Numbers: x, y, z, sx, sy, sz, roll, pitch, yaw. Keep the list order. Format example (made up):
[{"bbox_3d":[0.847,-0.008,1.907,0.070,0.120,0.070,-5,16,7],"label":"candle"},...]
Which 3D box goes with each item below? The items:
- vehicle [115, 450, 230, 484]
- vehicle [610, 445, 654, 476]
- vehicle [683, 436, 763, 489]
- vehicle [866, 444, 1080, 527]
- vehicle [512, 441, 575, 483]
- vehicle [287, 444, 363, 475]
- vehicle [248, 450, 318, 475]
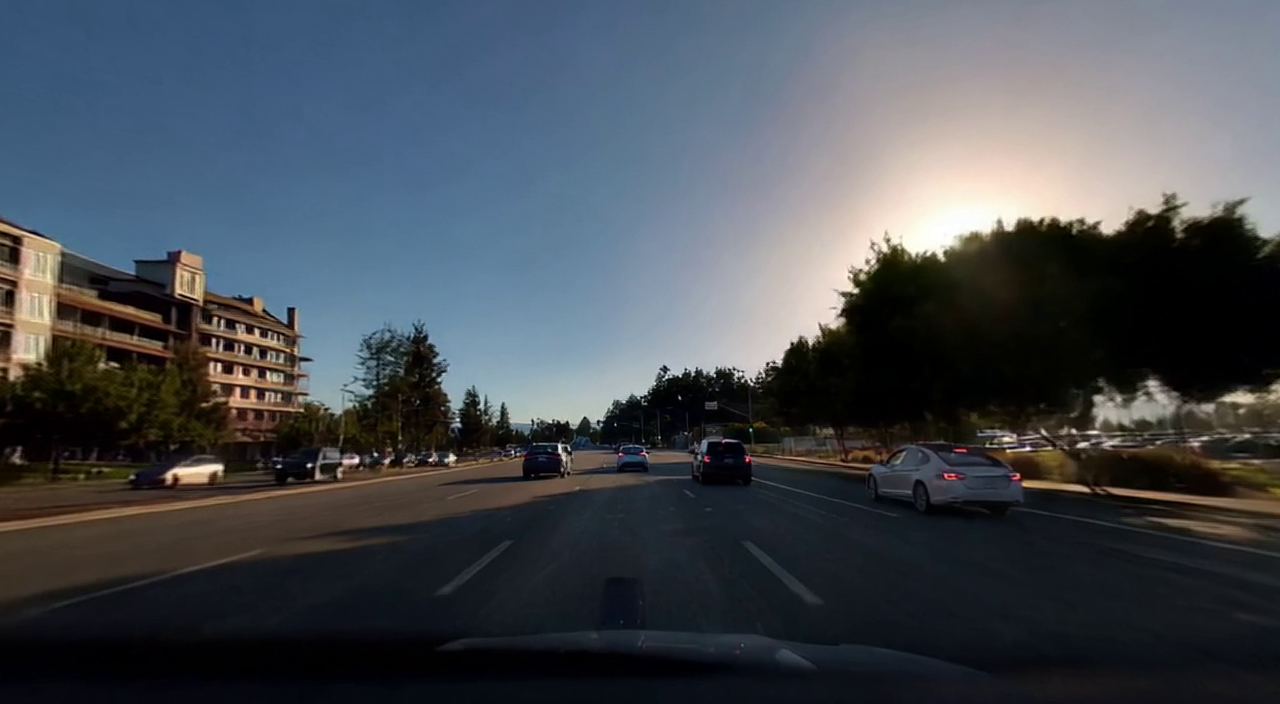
[{"bbox_3d":[-22.599,5.559,30.840,2.019,1.467,4.808,0,-8,-1],"label":"vehicle"},{"bbox_3d":[-0.468,5.596,32.882,2.155,1.486,4.403,0,-8,-2],"label":"vehicle"},{"bbox_3d":[2.899,3.973,23.078,2.161,1.716,4.194,0,-8,-3],"label":"vehicle"},{"bbox_3d":[6.495,2.609,13.025,1.945,1.408,4.288,0,-8,-2],"label":"vehicle"},{"bbox_3d":[-4.197,4.826,28.049,2.172,1.671,4.175,0,-8,-1],"label":"vehicle"},{"bbox_3d":[-19.023,6.502,38.431,2.241,1.732,4.747,0,-8,-1],"label":"vehicle"},{"bbox_3d":[-22.830,7.039,40.610,1.919,1.462,4.580,0,-8,-1],"label":"vehicle"}]
